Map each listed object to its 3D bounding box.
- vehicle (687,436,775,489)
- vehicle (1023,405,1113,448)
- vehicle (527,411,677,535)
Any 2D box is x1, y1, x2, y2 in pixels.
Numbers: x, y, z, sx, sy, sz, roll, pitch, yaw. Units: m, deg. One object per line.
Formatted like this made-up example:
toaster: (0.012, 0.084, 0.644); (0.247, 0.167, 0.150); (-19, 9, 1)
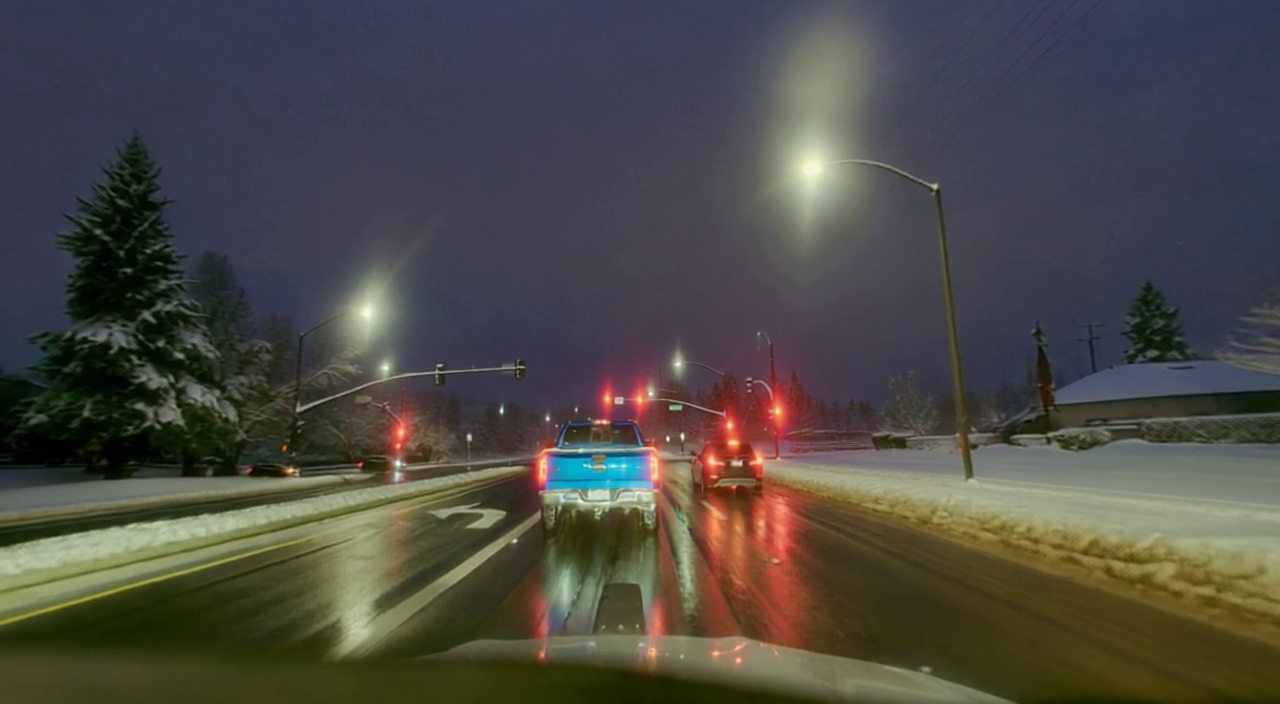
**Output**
vehicle: (2.788, 3.501, 20.351); (2.073, 1.484, 4.437); (0, -8, -1)
vehicle: (30.286, 5.385, 44.880); (2.892, 2.881, 4.178); (2, -9, -16)
vehicle: (-0.553, 2.087, 11.482); (2.145, 1.762, 4.731); (0, -8, 0)
